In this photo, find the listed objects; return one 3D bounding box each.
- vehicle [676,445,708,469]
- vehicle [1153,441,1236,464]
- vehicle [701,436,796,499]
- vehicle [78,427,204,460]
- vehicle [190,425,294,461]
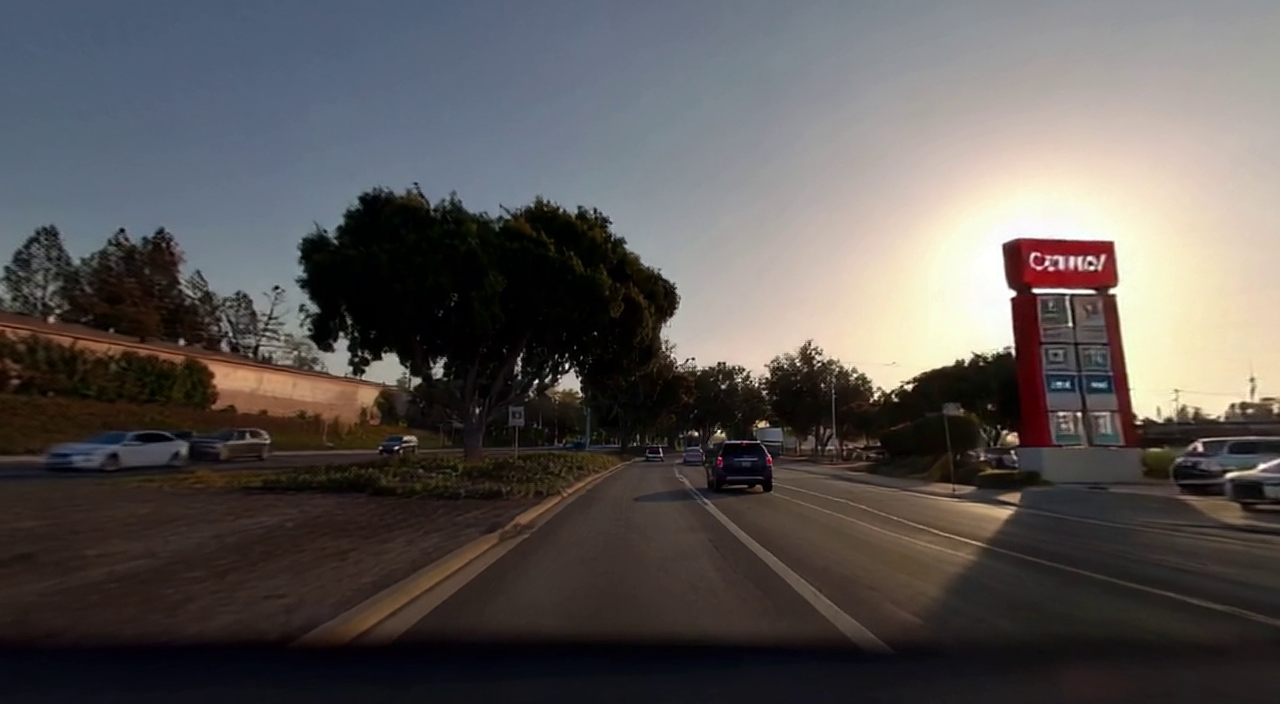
[{"bbox_3d":[3.694,7.510,45.237,2.012,1.612,4.114,0,-8,1],"label":"vehicle"},{"bbox_3d":[37.061,6.724,42.133,4.234,1.450,2.000,2,-9,-14],"label":"vehicle"},{"bbox_3d":[3.329,3.648,20.414,2.184,1.777,4.712,0,-8,-1],"label":"vehicle"},{"bbox_3d":[-23.401,4.338,29.830,2.036,1.459,4.574,-1,-8,3],"label":"vehicle"},{"bbox_3d":[-19.488,4.522,31.160,1.941,1.629,4.557,-1,-8,4],"label":"vehicle"}]
